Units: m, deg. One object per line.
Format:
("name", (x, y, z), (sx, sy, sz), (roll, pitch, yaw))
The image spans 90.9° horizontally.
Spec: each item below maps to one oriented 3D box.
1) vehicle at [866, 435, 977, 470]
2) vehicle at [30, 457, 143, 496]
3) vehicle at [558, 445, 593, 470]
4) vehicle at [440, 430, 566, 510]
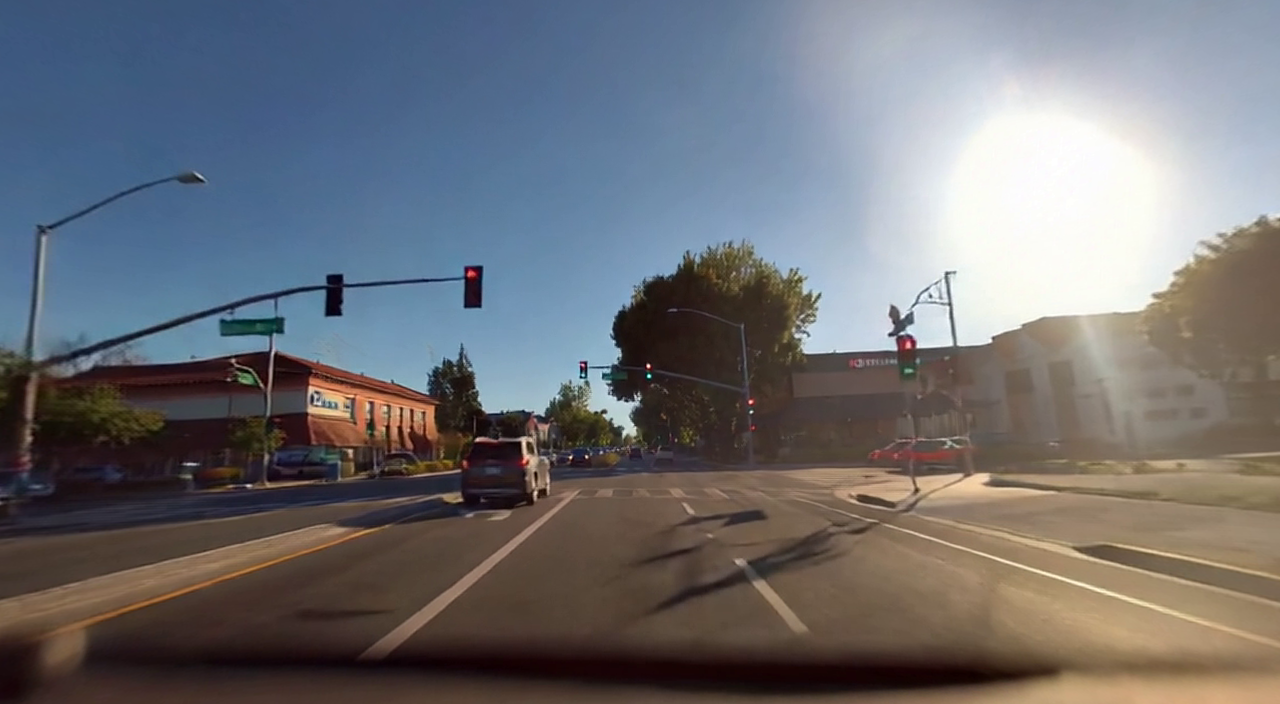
("vehicle", (14.174, 5.067, 31.933), (4.634, 1.449, 1.936), (-3, -7, -1))
("vehicle", (-31.902, 7.160, 36.440), (4.582, 1.785, 2.262), (-4, -7, 3))
("vehicle", (-4.755, 7.816, 46.799), (2.070, 1.481, 4.266), (-5, -7, 0))
("vehicle", (-3.346, 2.984, 16.430), (2.250, 1.791, 4.300), (0, -8, 1))
